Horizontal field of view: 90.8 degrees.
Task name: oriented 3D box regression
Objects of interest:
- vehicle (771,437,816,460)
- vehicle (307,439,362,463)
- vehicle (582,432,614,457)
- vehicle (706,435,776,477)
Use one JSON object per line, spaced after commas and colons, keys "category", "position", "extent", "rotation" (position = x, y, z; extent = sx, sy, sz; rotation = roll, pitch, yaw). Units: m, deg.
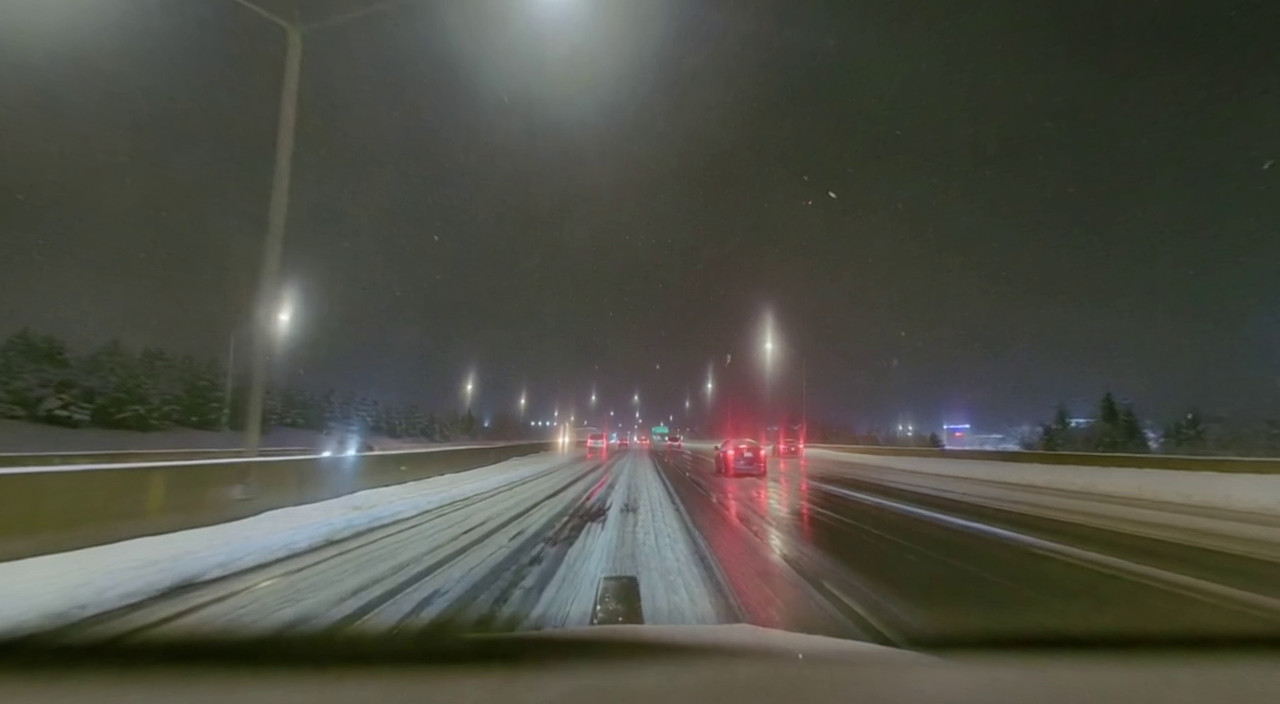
{"category": "vehicle", "position": [10.980, 6.925, 45.488], "extent": [2.019, 1.529, 4.385], "rotation": [0, -8, -1]}
{"category": "vehicle", "position": [-21.892, 7.095, 45.400], "extent": [1.865, 1.631, 4.173], "rotation": [0, -8, -1]}
{"category": "vehicle", "position": [-3.106, 6.922, 47.081], "extent": [2.072, 1.730, 4.381], "rotation": [0, -8, 0]}
{"category": "vehicle", "position": [3.797, 4.009, 24.552], "extent": [1.961, 1.504, 4.094], "rotation": [0, -8, -1]}
